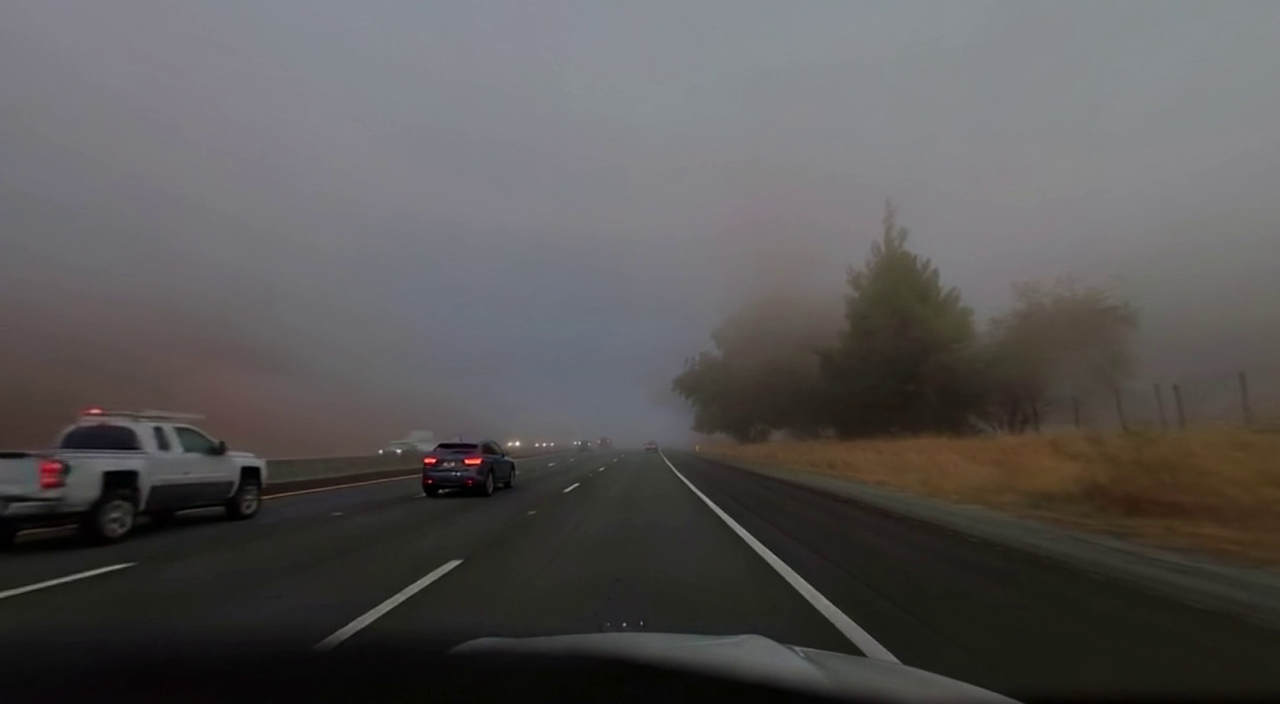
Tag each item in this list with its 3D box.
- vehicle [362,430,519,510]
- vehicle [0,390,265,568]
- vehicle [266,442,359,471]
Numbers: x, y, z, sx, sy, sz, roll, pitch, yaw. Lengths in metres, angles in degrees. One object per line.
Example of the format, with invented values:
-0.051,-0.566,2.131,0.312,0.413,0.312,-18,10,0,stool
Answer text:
-4.408,2.682,14.884,2.071,1.556,4.729,0,-8,1,vehicle
-7.834,1.675,8.885,2.116,1.869,4.725,0,-8,0,vehicle
-17.735,5.660,34.543,2.103,1.432,5.605,0,-8,0,vehicle
